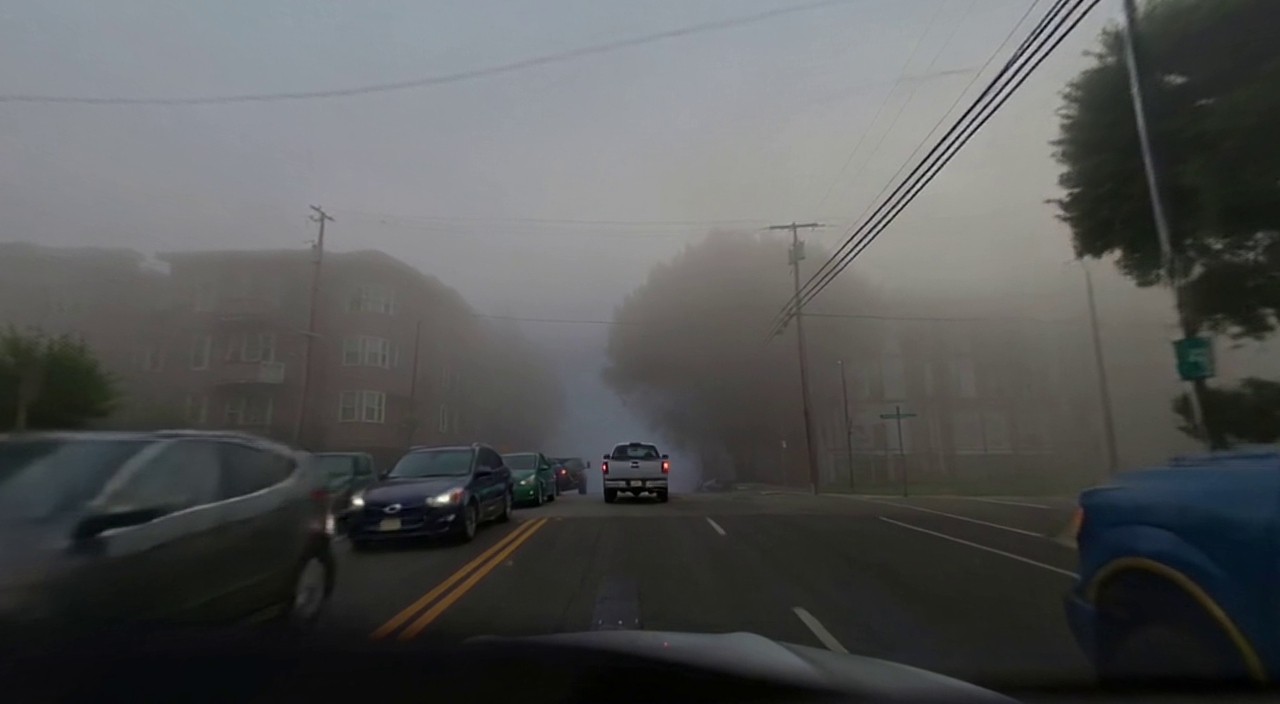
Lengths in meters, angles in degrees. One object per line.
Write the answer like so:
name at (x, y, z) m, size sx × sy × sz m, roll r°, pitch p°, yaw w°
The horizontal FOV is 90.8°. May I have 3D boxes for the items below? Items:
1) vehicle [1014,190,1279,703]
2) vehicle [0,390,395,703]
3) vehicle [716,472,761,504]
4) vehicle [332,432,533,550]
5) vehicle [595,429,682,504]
vehicle at (2.559, 0.367, 0.102) m, size 2.027 × 1.907 × 4.736 m, roll 0°, pitch -8°, yaw 0°
vehicle at (-3.022, 1.068, 3.248) m, size 1.893 × 1.518 × 4.024 m, roll 0°, pitch -8°, yaw 0°
vehicle at (6.048, 8.375, 39.165) m, size 2.023 × 1.611 × 4.614 m, roll 0°, pitch -8°, yaw 0°
vehicle at (-3.099, 2.153, 10.531) m, size 1.898 × 1.539 × 4.320 m, roll 0°, pitch -8°, yaw 0°
vehicle at (-0.011, 3.384, 18.953) m, size 2.308 × 1.940 × 4.125 m, roll -1°, pitch -9°, yaw 1°
